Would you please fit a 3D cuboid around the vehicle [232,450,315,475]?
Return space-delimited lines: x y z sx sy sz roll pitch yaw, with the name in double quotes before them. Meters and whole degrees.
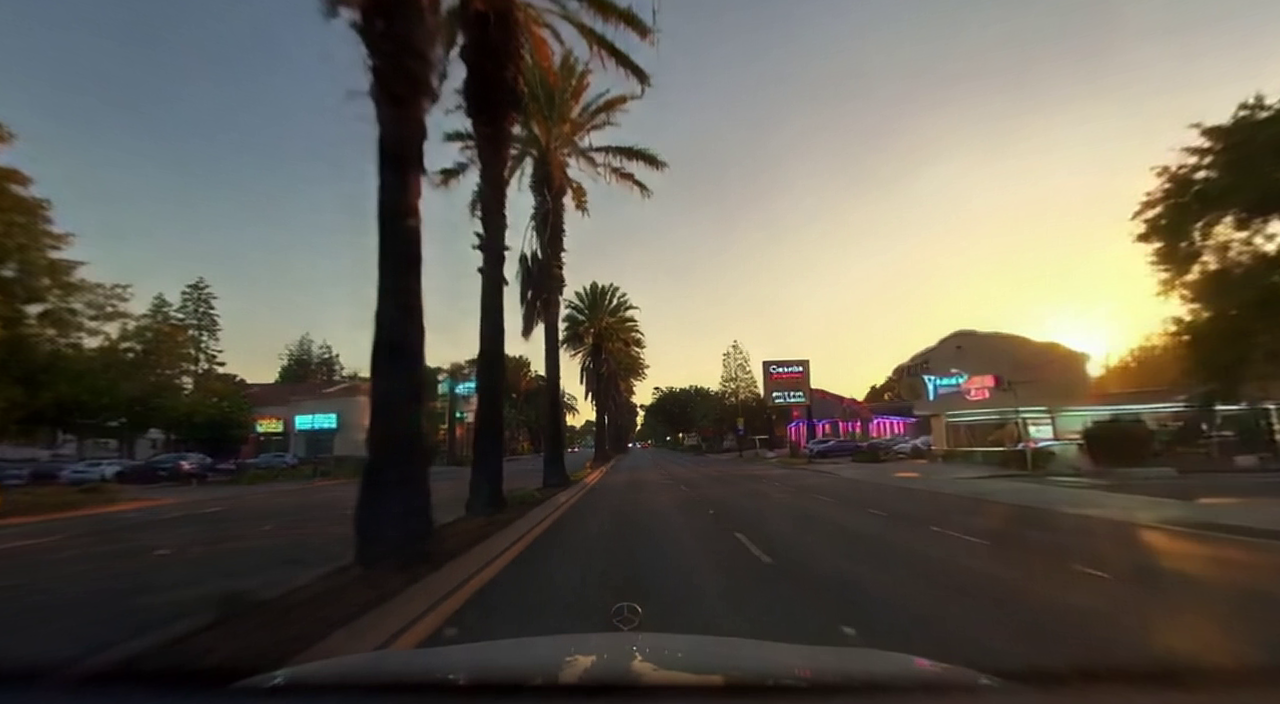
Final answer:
"vehicle" -27.677 8.343 47.881 4.922 1.751 2.195 3 -9 -16

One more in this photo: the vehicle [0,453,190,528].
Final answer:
"vehicle" -14.074 3.456 16.269 1.946 1.489 4.435 -4 -8 -4
